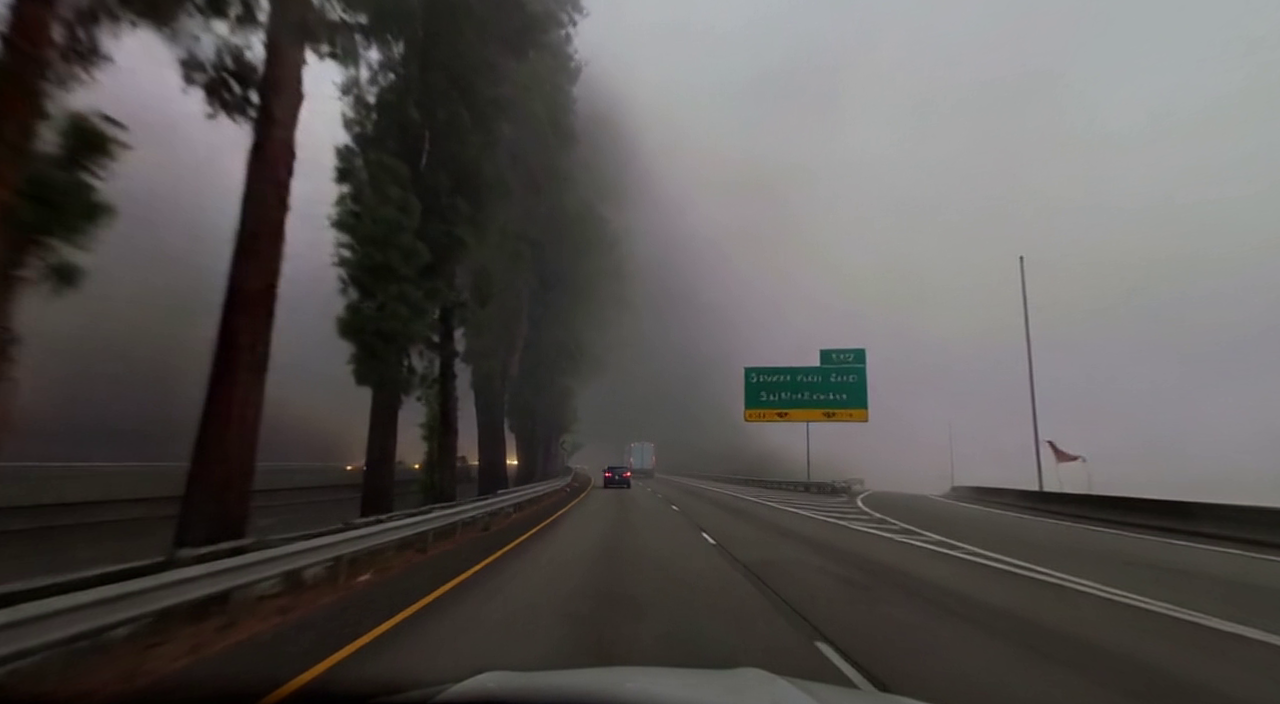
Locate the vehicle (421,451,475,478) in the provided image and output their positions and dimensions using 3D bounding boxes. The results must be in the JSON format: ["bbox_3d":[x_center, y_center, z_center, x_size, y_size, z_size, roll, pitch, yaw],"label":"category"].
[{"bbox_3d":[-12.157,7.187,40.162,1.952,1.618,4.859,1,-10,-1],"label":"vehicle"}]

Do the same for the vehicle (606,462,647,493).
[{"bbox_3d":[-0.712,6.519,32.961,1.987,1.467,3.903,1,-10,-2],"label":"vehicle"}]
